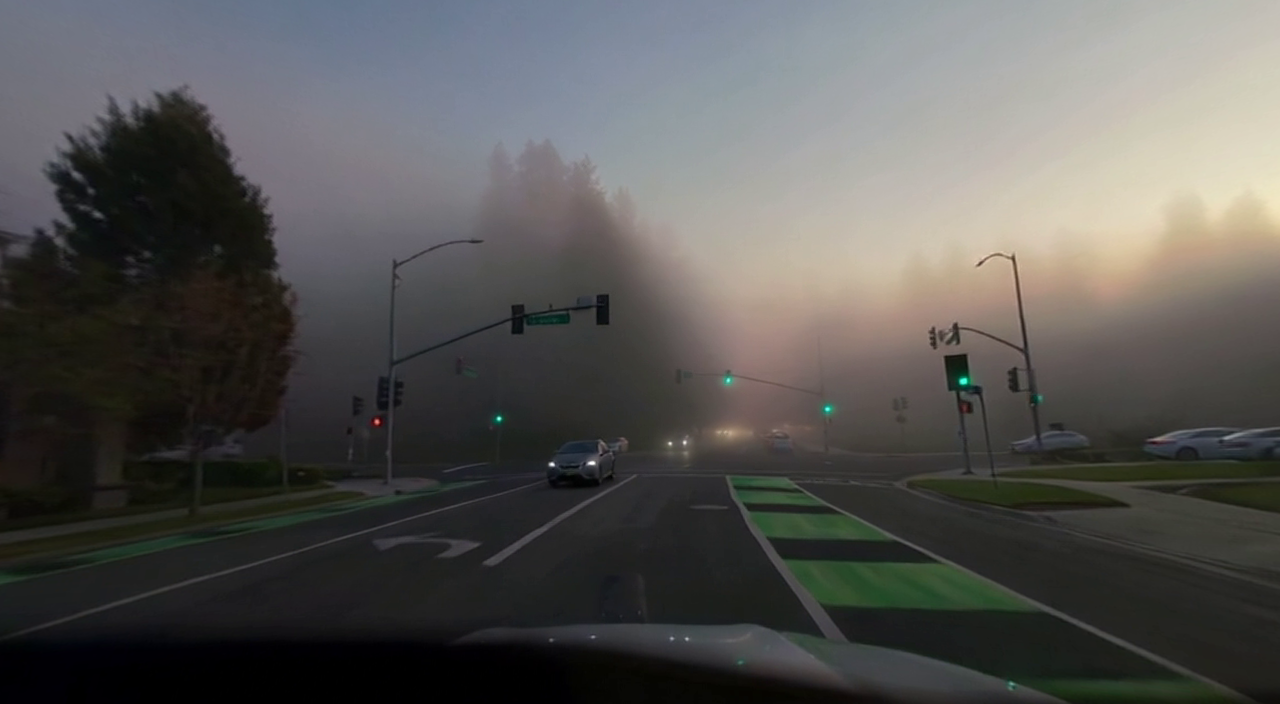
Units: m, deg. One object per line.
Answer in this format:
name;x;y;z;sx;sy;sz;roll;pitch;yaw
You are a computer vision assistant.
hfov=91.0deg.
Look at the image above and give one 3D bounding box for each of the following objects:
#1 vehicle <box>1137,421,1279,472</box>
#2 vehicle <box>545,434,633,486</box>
vehicle;19.827;3.189;21.590;1.937;1.474;5.114;-3;-8;8
vehicle;-1.508;3.493;20.746;1.904;1.489;4.746;-1;-8;8
